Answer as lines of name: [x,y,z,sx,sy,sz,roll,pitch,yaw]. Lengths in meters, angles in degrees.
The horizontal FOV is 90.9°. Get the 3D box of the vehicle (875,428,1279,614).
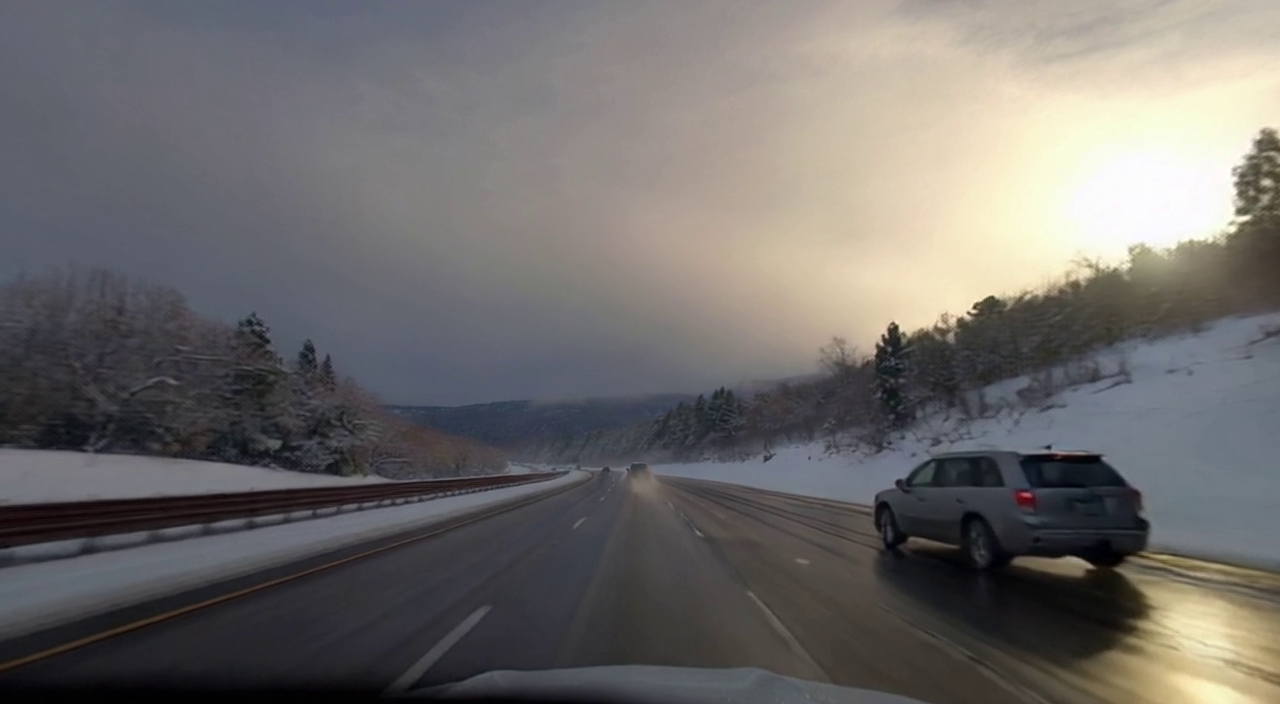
vehicle: [5.182,2.069,8.463,2.089,1.770,4.571,1,-11,-3]
